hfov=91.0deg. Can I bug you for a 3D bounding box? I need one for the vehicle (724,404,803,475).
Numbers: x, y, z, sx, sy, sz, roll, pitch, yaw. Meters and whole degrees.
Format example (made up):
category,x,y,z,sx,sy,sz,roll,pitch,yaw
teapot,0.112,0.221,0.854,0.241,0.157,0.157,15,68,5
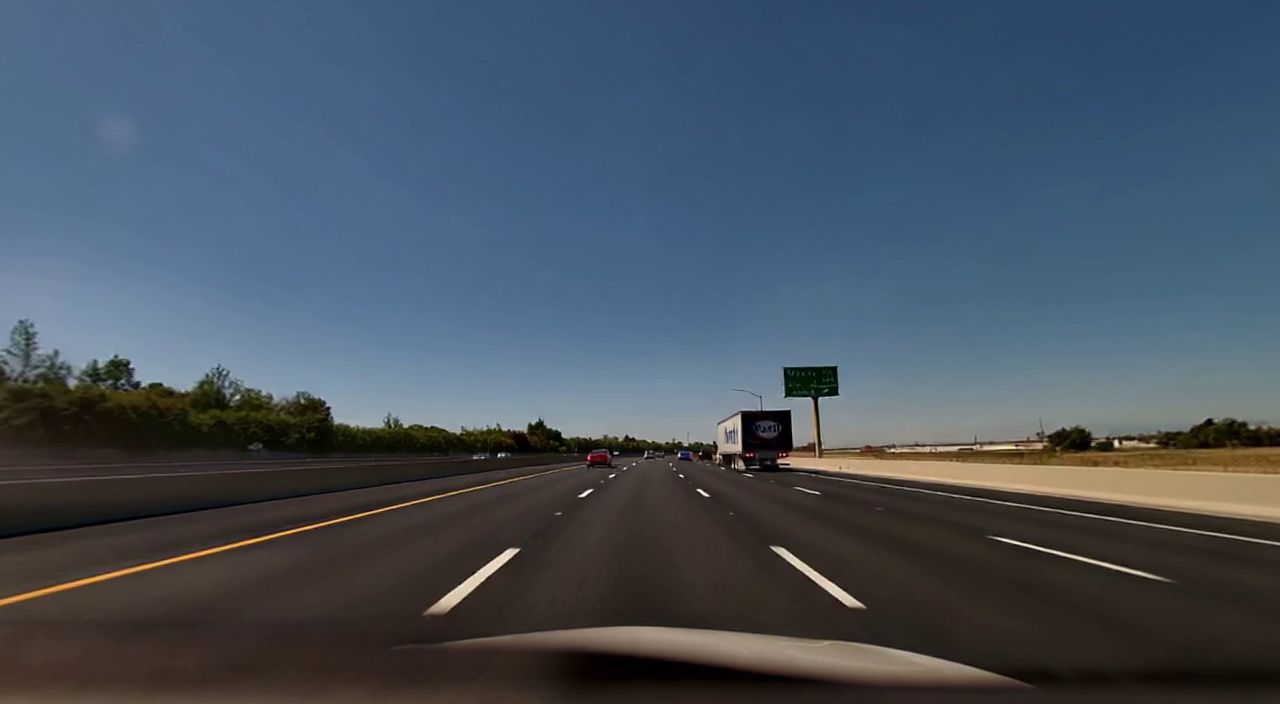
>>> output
category,x,y,z,sx,sy,sz,roll,pitch,yaw
vehicle,8.319,6.357,44.962,2.912,4.143,15.538,0,-9,1
